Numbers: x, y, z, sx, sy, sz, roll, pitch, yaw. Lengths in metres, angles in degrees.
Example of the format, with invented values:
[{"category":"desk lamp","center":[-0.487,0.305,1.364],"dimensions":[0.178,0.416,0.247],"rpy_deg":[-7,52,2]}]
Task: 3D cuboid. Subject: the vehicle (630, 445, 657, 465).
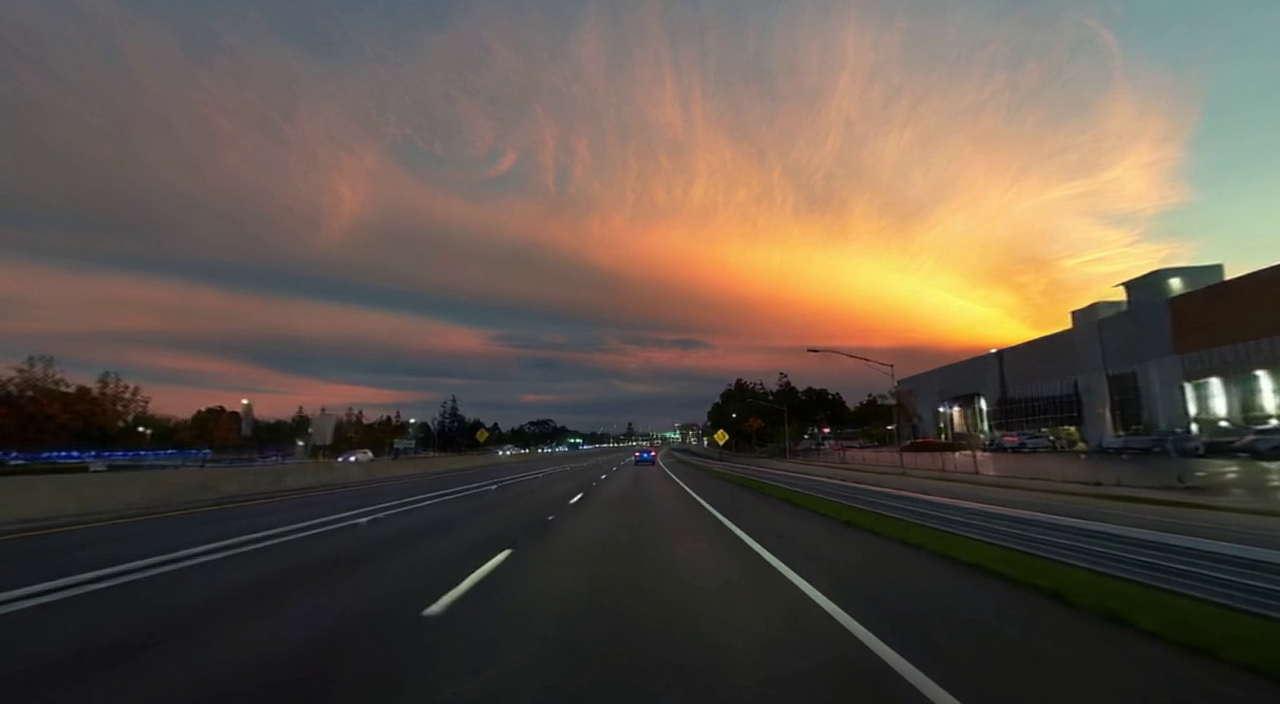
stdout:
[{"category":"vehicle","center":[0.286,8.064,49.442],"dimensions":[2.014,1.507,3.960],"rpy_deg":[0,-9,0]}]
